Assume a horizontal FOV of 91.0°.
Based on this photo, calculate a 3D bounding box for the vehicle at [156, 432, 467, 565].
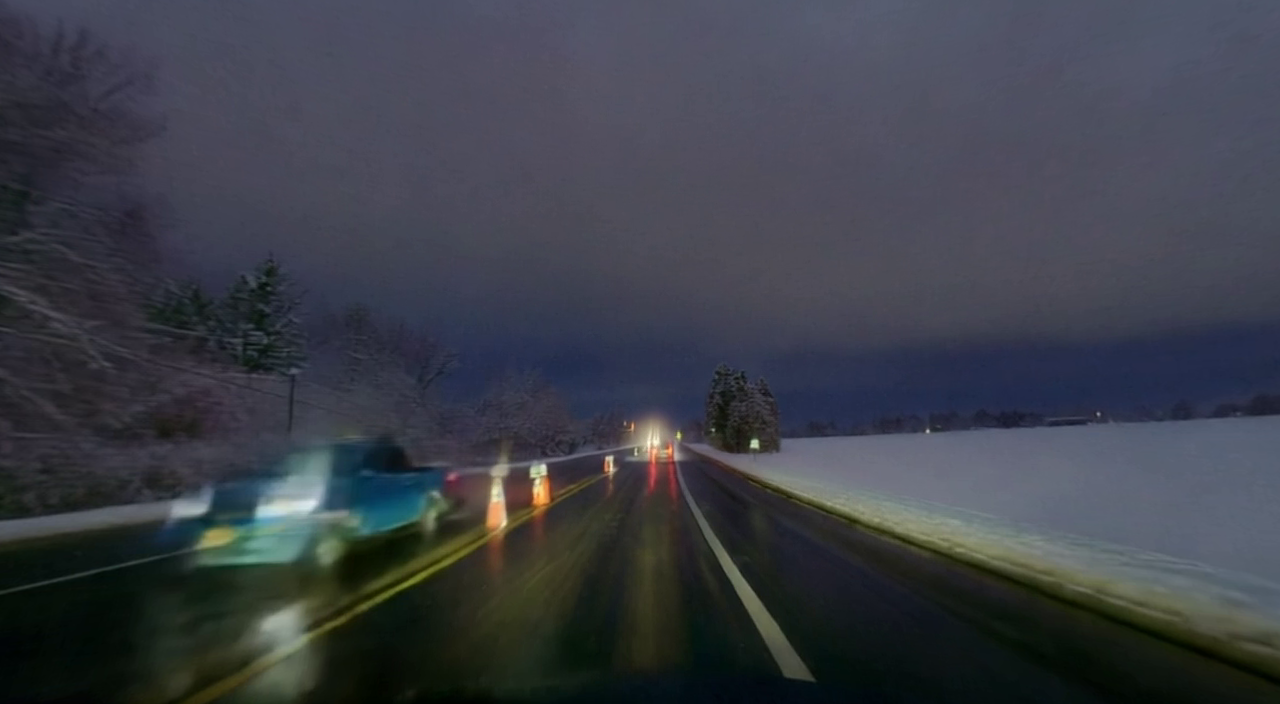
[{"bbox_3d":[-4.253,1.953,9.192,2.046,1.451,4.342,-1,-9,3],"label":"vehicle"}]

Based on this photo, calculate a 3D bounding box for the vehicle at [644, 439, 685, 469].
[{"bbox_3d":[1.339,5.472,33.921,2.042,1.489,3.963,-1,-9,3],"label":"vehicle"}]
